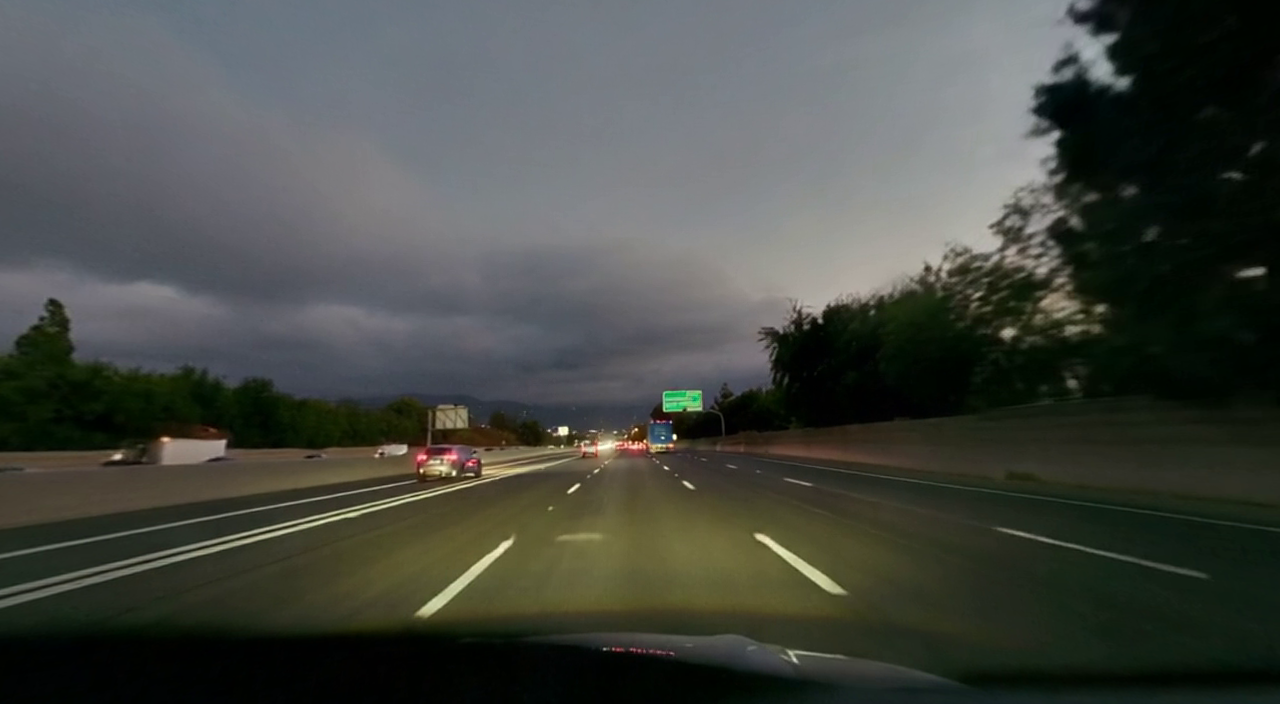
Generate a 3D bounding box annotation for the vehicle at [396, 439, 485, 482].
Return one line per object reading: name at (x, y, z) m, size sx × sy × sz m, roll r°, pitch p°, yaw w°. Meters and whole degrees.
vehicle at (-7.647, 4.189, 24.670) m, size 2.033 × 1.494 × 4.508 m, roll 0°, pitch -8°, yaw 0°
